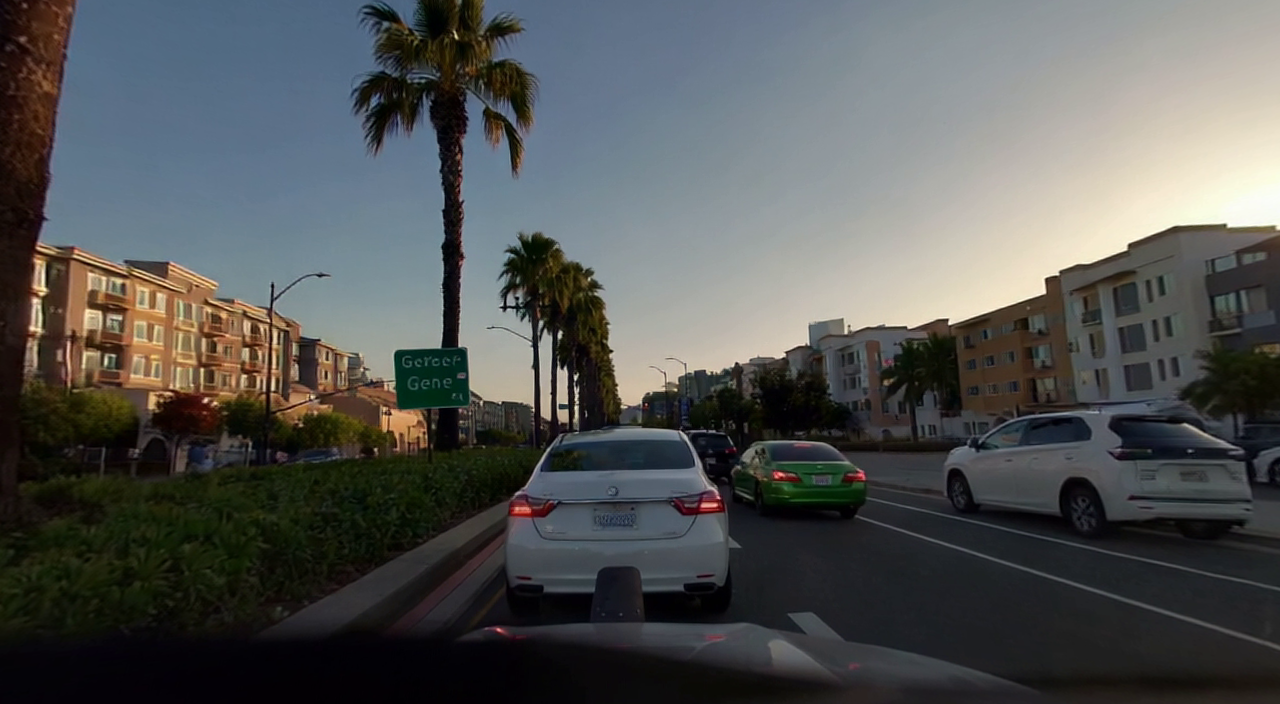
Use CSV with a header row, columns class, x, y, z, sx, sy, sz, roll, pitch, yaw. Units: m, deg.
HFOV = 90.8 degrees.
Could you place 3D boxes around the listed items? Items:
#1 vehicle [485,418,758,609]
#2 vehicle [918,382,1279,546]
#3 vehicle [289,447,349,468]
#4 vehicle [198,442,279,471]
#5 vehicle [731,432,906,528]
class,x,y,z,sx,sy,sz,roll,pitch,yaw
vehicle,-0.154,1.577,7.052,2.158,1.498,3.919,0,-8,0
vehicle,7.194,1.839,10.911,2.254,2.072,5.577,0,-8,1
vehicle,-23.877,7.841,47.235,1.972,1.425,4.765,0,-8,0
vehicle,-28.342,7.348,44.842,2.115,1.884,5.481,0,-8,0
vehicle,3.085,2.310,12.036,1.925,1.451,4.436,0,-8,-2
